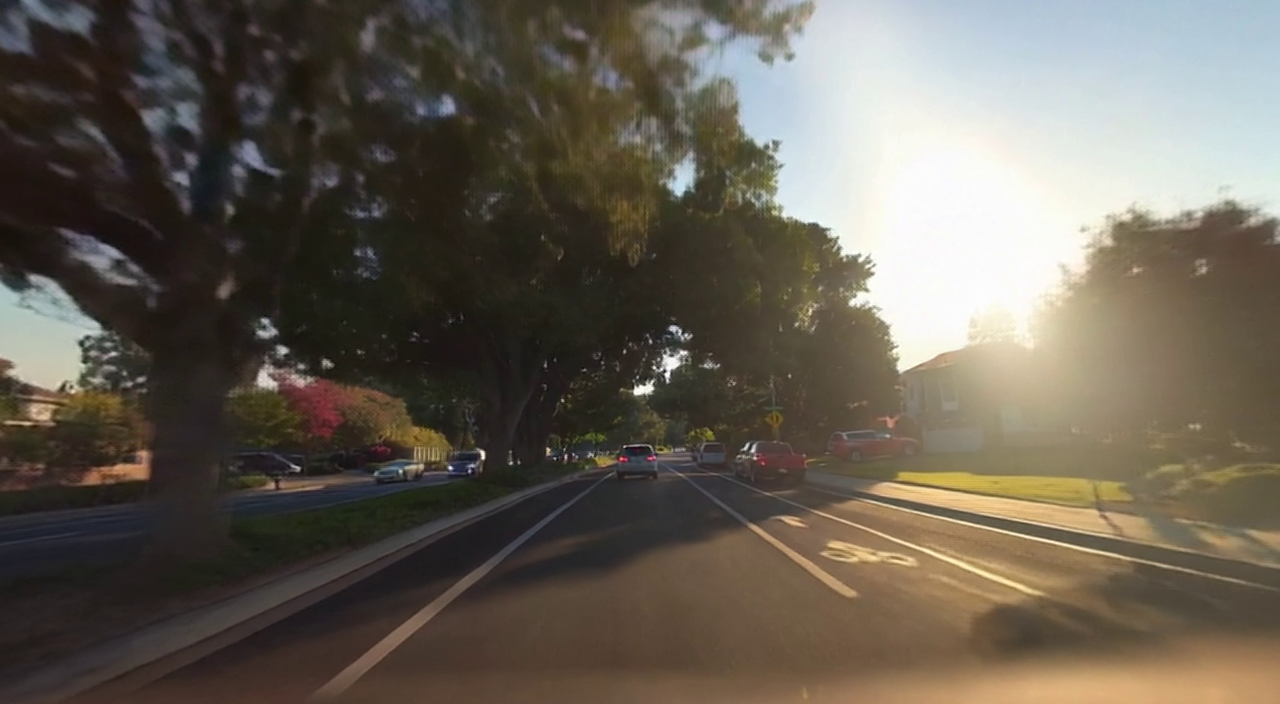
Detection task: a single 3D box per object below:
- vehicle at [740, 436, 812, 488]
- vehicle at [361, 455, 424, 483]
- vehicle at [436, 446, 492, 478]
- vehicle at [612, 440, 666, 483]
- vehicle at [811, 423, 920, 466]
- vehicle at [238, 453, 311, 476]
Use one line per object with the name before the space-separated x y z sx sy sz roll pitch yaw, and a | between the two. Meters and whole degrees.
vehicle | 5.067 4.145 24.260 2.045 1.776 4.851 -1 -8 4
vehicle | -14.479 6.834 37.190 1.840 1.450 4.521 0 -8 1
vehicle | -10.335 6.483 37.455 2.028 1.759 4.360 0 -8 0
vehicle | -0.008 4.569 26.661 2.106 1.655 3.717 0 -8 1
vehicle | 11.849 4.931 33.494 4.919 1.886 2.086 -4 -10 2
vehicle | -26.274 8.054 45.472 4.300 1.465 1.949 6 -10 -35
